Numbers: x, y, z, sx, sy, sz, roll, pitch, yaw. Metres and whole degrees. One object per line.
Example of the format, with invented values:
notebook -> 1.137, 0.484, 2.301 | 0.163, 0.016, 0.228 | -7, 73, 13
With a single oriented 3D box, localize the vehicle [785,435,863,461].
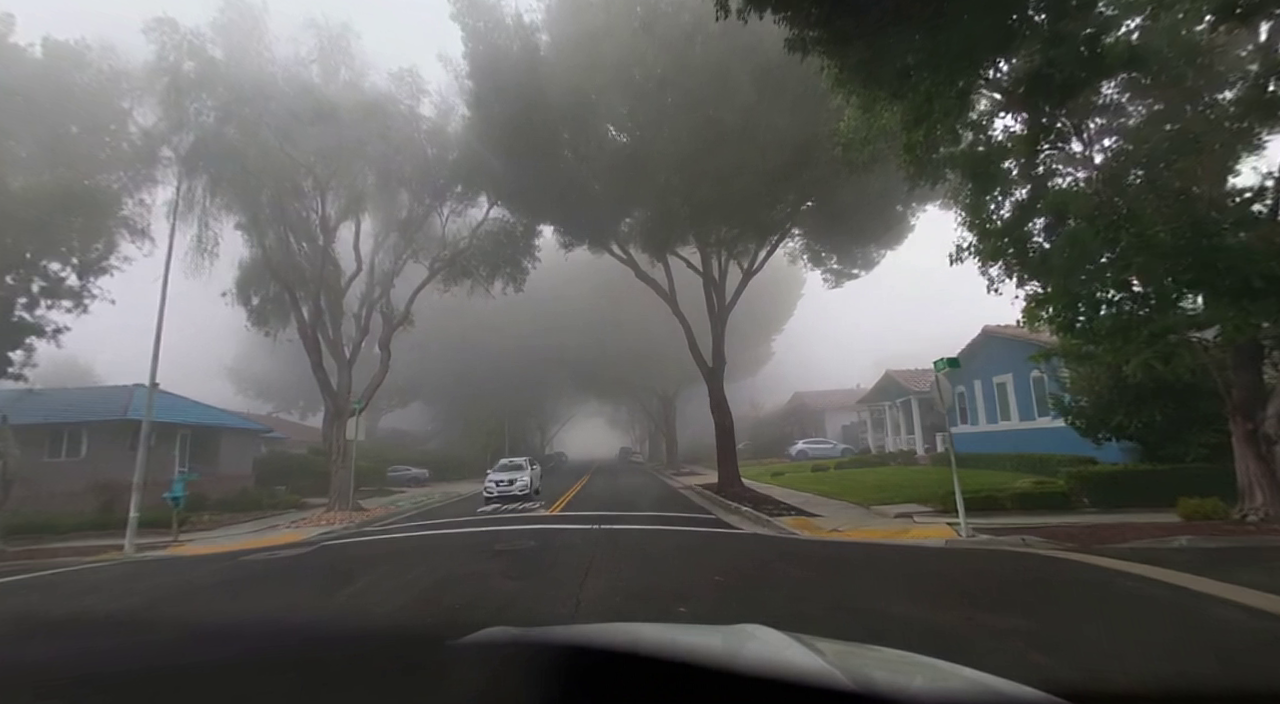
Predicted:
vehicle -> 11.356, 5.956, 39.278 | 4.389, 1.480, 2.038 | -2, -6, 8

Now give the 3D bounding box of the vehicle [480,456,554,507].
vehicle -> -4.562, 4.855, 24.163 | 1.973, 1.683, 4.400 | 0, -8, -1

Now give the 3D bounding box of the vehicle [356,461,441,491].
vehicle -> -14.894, 7.720, 39.118 | 4.487, 1.464, 1.889 | -5, -14, 7
